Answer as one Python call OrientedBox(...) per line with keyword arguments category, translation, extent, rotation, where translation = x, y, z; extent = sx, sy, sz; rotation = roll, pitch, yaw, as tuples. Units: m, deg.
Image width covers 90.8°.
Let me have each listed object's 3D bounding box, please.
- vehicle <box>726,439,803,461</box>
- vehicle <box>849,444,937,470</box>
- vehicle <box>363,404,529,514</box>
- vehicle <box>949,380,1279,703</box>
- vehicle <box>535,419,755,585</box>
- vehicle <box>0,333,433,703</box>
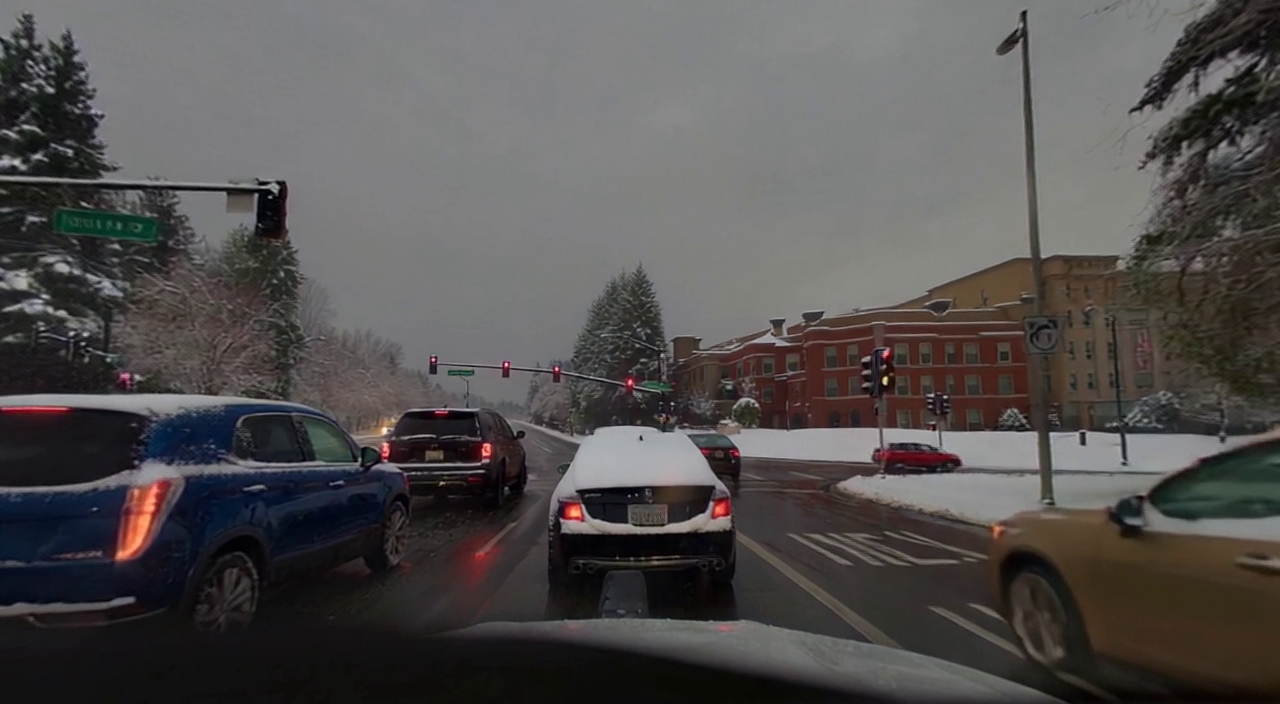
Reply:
OrientedBox(category="vehicle", translation=(8.706, 6.857, 44.320), extent=(4.971, 1.482, 1.900), rotation=(2, -9, -14))
OrientedBox(category="vehicle", translation=(15.394, 6.382, 38.521), extent=(4.609, 1.513, 1.861), rotation=(1, -9, -8))
OrientedBox(category="vehicle", translation=(-4.028, 2.359, 14.366), extent=(2.305, 1.984, 5.586), rotation=(0, -8, -3))
OrientedBox(category="vehicle", translation=(3.290, 0.840, 2.029), extent=(2.100, 1.524, 4.746), rotation=(0, -8, -1))
OrientedBox(category="vehicle", translation=(-0.079, 1.691, 8.035), extent=(2.001, 1.483, 4.442), rotation=(0, -8, -3))
OrientedBox(category="vehicle", translation=(-3.204, 1.096, 4.820), extent=(1.924, 1.737, 4.387), rotation=(0, -8, -3))
